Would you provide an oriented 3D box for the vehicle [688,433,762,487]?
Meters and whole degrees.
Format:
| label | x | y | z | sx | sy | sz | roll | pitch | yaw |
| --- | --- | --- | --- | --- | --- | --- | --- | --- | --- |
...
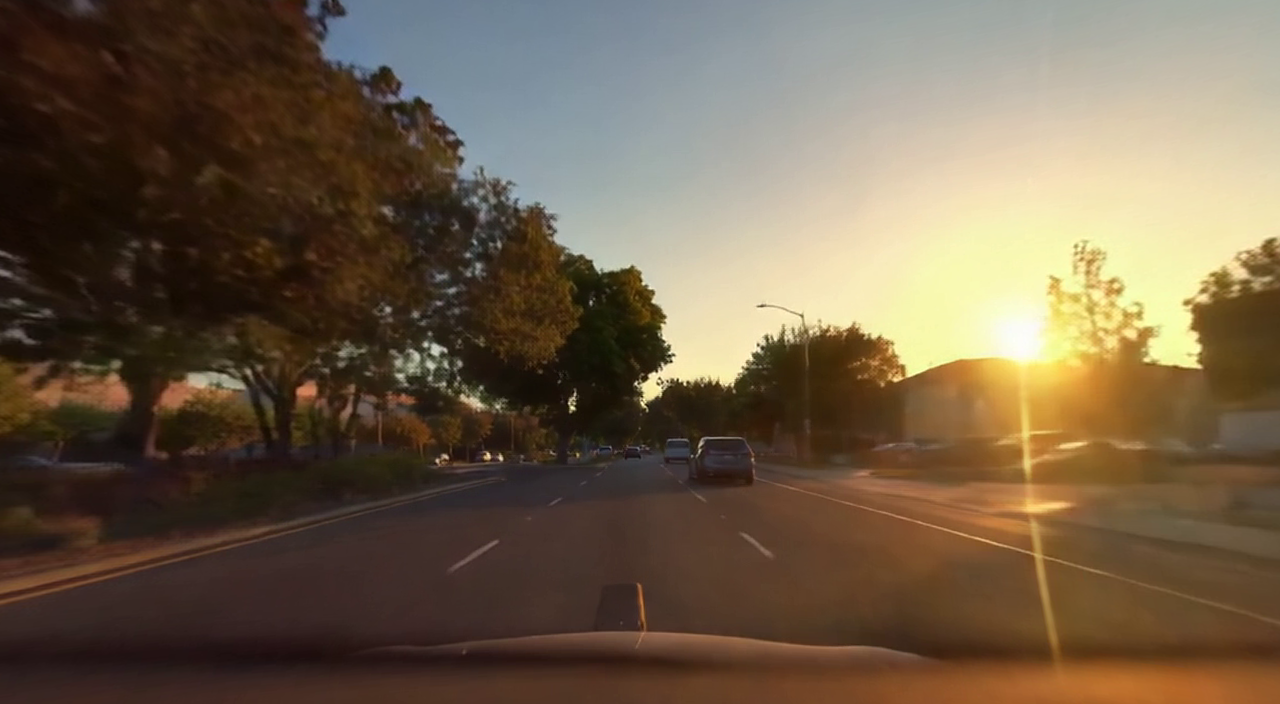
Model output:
| label | x | y | z | sx | sy | sz | roll | pitch | yaw |
| --- | --- | --- | --- | --- | --- | --- | --- | --- | --- |
| vehicle | 3.034 | 3.987 | 23.592 | 2.060 | 1.816 | 4.343 | 0 | -9 | -1 |

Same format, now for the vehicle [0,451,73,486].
| label | x | y | z | sx | sy | sz | roll | pitch | yaw |
| --- | --- | --- | --- | --- | --- | --- | --- | --- | --- |
| vehicle | -33.269 | 6.081 | 33.173 | 4.932 | 1.730 | 1.939 | 0 | -9 | -2 |
